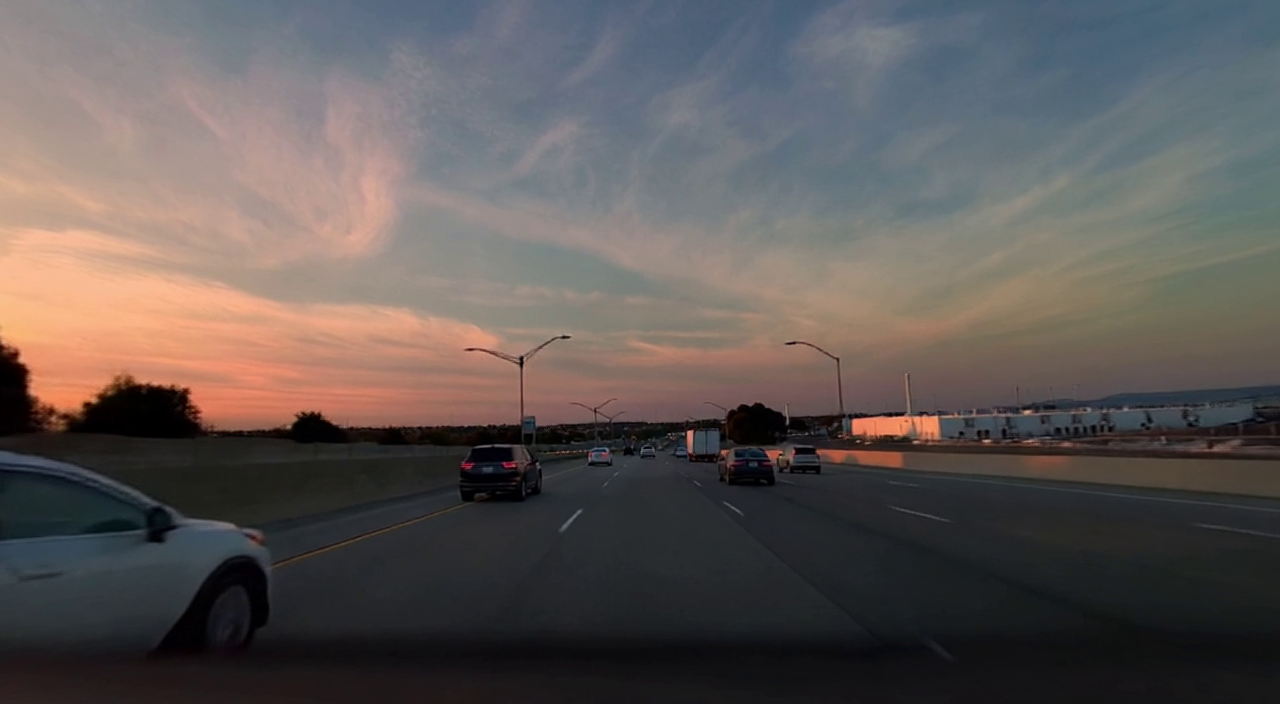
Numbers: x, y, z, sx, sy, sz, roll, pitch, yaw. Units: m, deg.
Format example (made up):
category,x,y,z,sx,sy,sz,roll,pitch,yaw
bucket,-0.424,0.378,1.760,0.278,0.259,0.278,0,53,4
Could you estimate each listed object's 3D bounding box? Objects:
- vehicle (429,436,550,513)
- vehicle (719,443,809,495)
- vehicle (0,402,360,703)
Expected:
category,x,y,z,sx,sy,sz,roll,pitch,yaw
vehicle,-3.651,3.031,16.182,2.036,1.669,4.112,-1,-8,1
vehicle,3.862,3.714,20.467,1.942,1.453,4.329,-1,-8,-1
vehicle,-3.611,1.093,3.212,2.067,1.555,4.851,-1,-8,1
